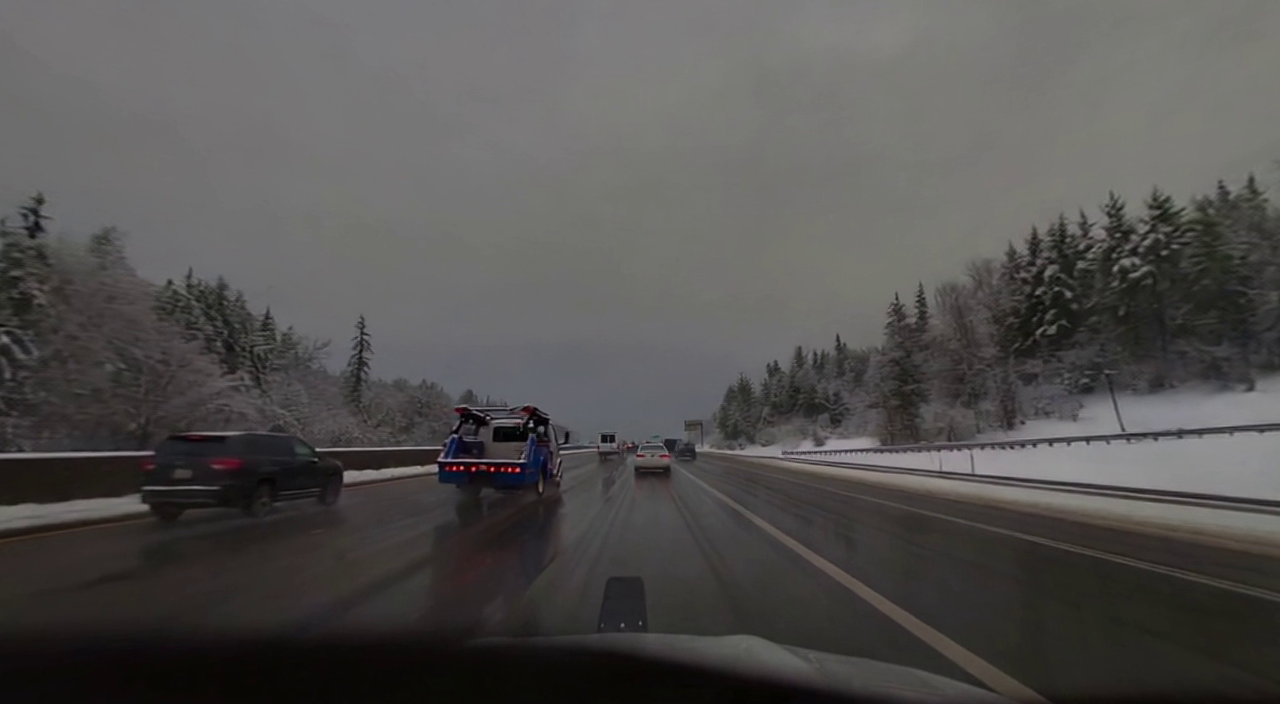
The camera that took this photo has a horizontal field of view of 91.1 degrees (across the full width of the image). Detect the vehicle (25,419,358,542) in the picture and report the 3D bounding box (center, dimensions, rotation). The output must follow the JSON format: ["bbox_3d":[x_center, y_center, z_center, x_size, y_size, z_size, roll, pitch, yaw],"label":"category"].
[{"bbox_3d":[-6.860,2.000,10.527,1.926,1.561,4.868,0,-8,1],"label":"vehicle"}]

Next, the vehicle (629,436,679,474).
[{"bbox_3d":[0.643,4.873,29.903,2.165,1.653,4.456,0,-8,1],"label":"vehicle"}]

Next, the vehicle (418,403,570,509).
[{"bbox_3d":[-3.161,2.430,15.082,2.292,2.070,5.532,0,-8,0],"label":"vehicle"}]
